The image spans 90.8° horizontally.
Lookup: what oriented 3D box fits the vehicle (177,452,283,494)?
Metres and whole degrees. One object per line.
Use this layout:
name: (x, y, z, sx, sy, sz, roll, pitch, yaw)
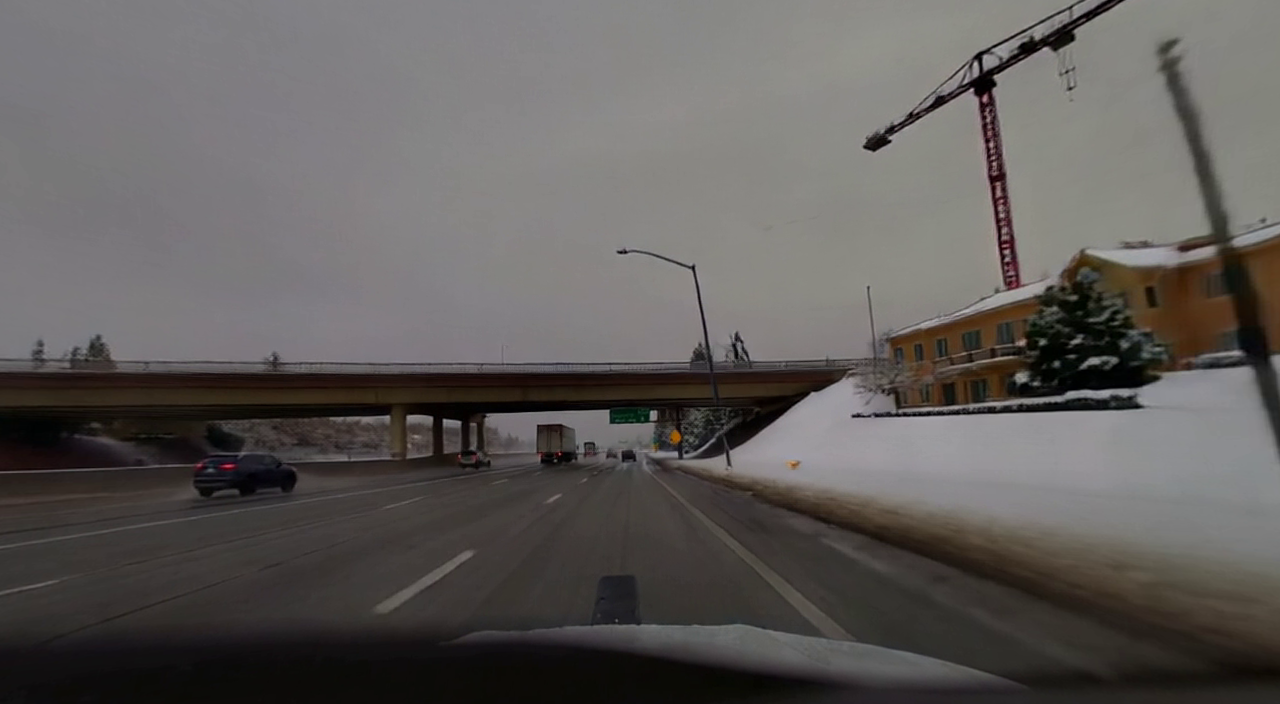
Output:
vehicle: (-19.206, 5.649, 29.882, 1.932, 1.752, 4.541, 0, -9, 0)
